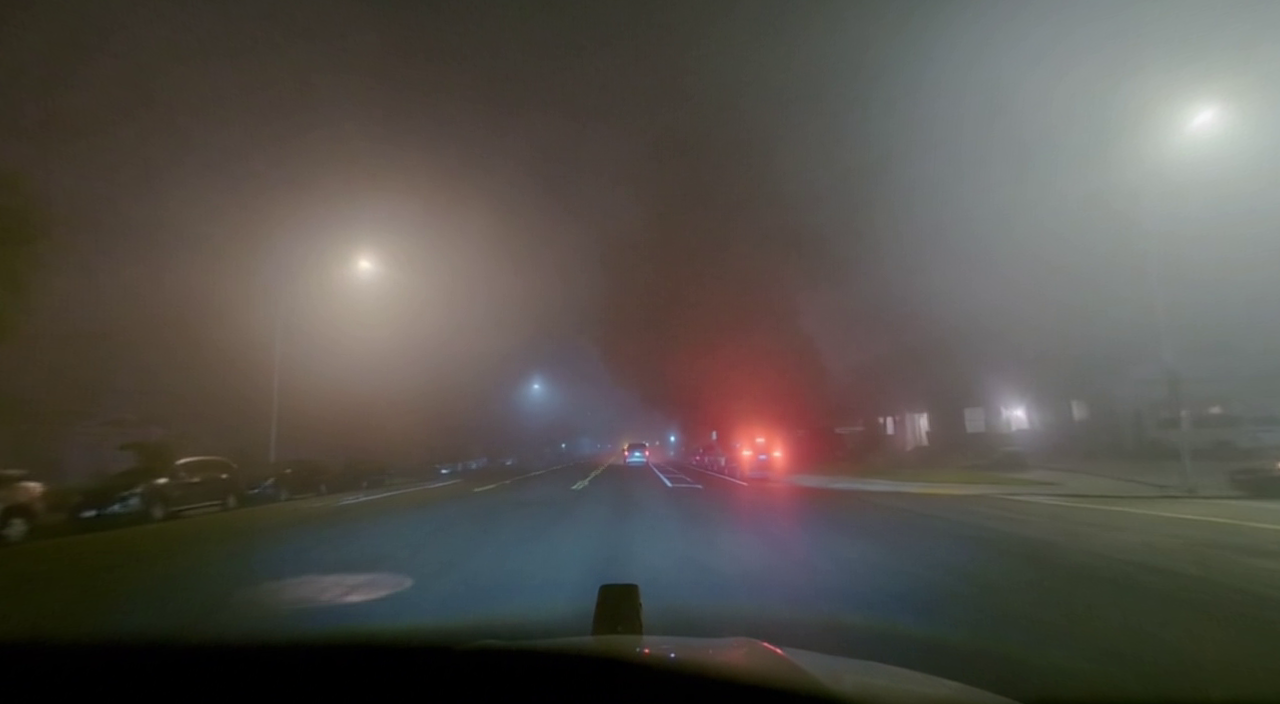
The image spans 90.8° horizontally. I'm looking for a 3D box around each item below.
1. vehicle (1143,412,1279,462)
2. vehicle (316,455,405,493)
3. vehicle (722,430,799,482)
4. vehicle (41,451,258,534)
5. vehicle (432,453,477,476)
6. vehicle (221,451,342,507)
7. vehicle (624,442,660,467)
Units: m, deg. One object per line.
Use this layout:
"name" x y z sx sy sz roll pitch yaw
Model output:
"vehicle" 23.531 3.499 25.788 1.990 1.816 4.755 0 -9 0
"vehicle" -12.646 5.518 28.937 1.835 1.488 4.696 0 -9 1
"vehicle" 5.081 4.445 27.435 2.195 2.000 4.789 0 -8 -3
"vehicle" -12.640 3.568 16.862 1.904 1.805 5.100 0 -9 -4
"vehicle" -12.817 7.764 43.851 1.819 1.443 4.273 0 -9 0
"vehicle" -12.776 4.501 22.904 1.917 1.739 4.461 0 -9 -3
"vehicle" 0.070 6.277 38.804 2.022 1.471 3.973 0 -9 -2
